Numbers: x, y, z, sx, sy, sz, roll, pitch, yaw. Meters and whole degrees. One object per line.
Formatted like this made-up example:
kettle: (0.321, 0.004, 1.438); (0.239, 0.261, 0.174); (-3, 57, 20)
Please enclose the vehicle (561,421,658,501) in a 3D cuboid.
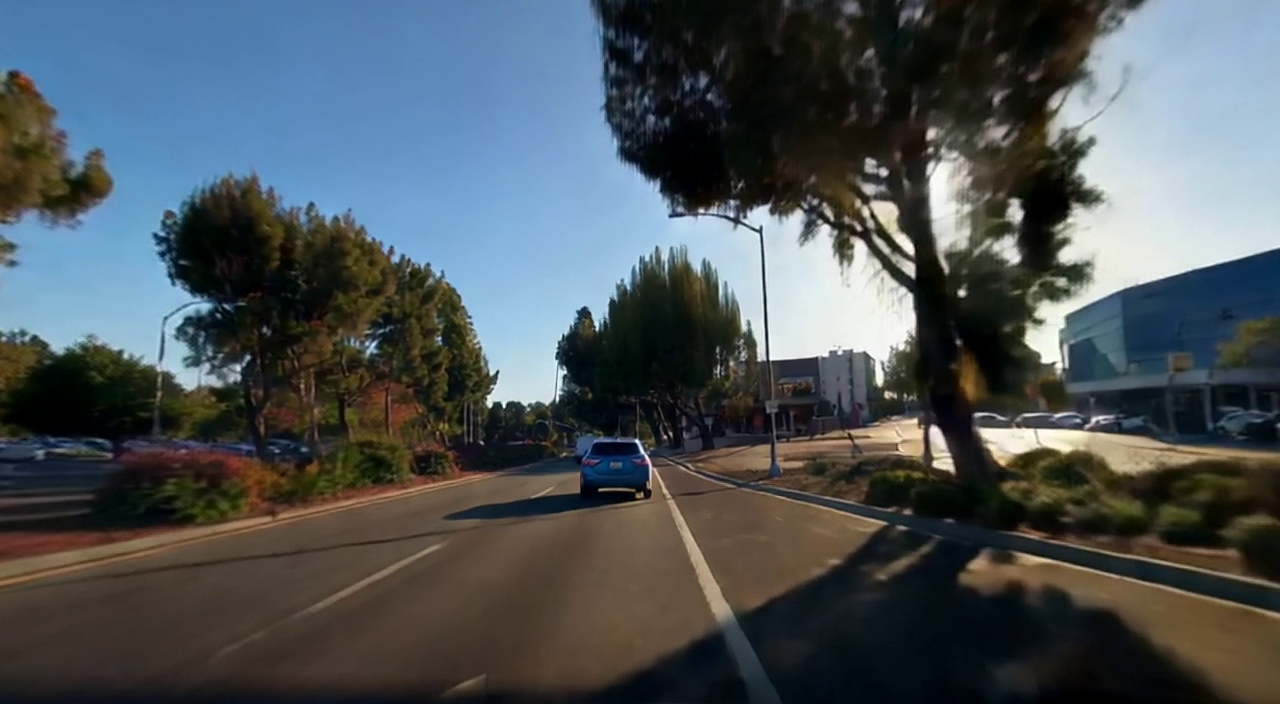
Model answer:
vehicle: (-0.680, 2.723, 16.178); (2.131, 1.761, 4.242); (0, -8, 0)
